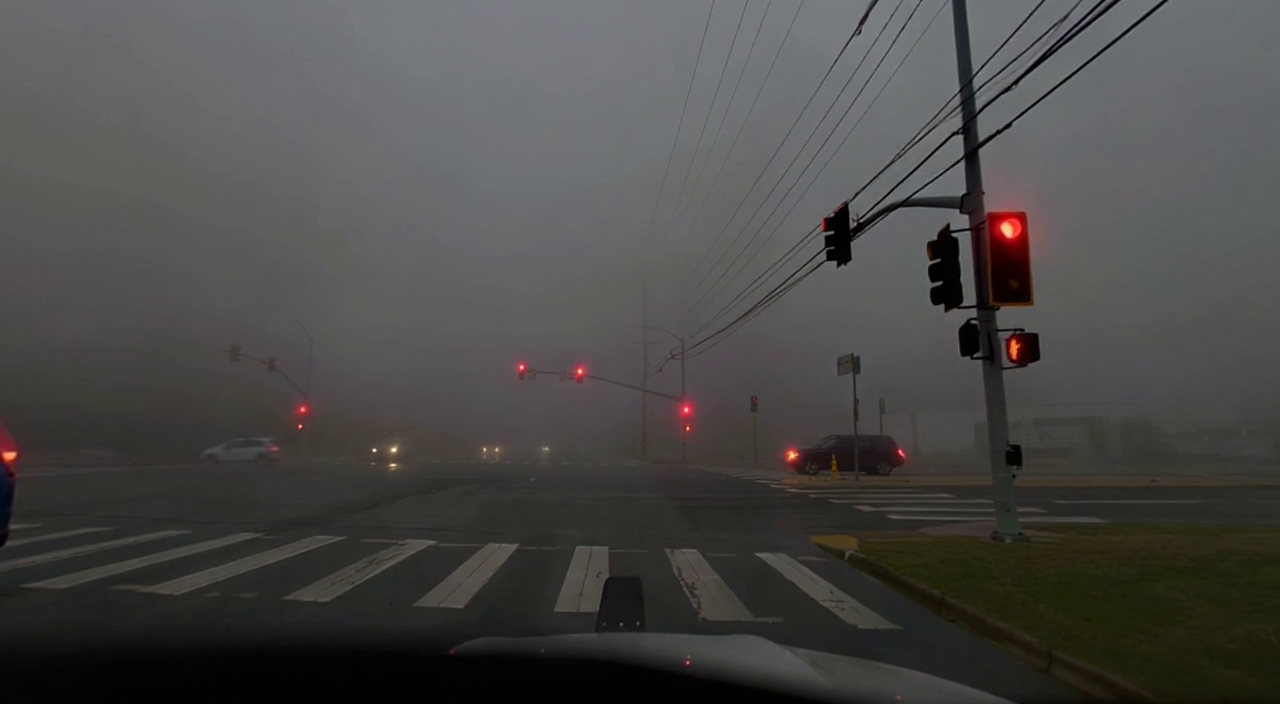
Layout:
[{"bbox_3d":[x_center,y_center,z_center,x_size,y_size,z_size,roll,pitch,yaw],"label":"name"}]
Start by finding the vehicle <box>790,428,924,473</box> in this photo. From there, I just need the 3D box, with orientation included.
[{"bbox_3d":[8.694,4.018,25.732,4.884,1.714,2.021,-2,-9,12],"label":"vehicle"}]

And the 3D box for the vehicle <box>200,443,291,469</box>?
[{"bbox_3d":[-24.618,6.466,39.342,4.529,1.566,1.842,-1,-9,8],"label":"vehicle"}]
